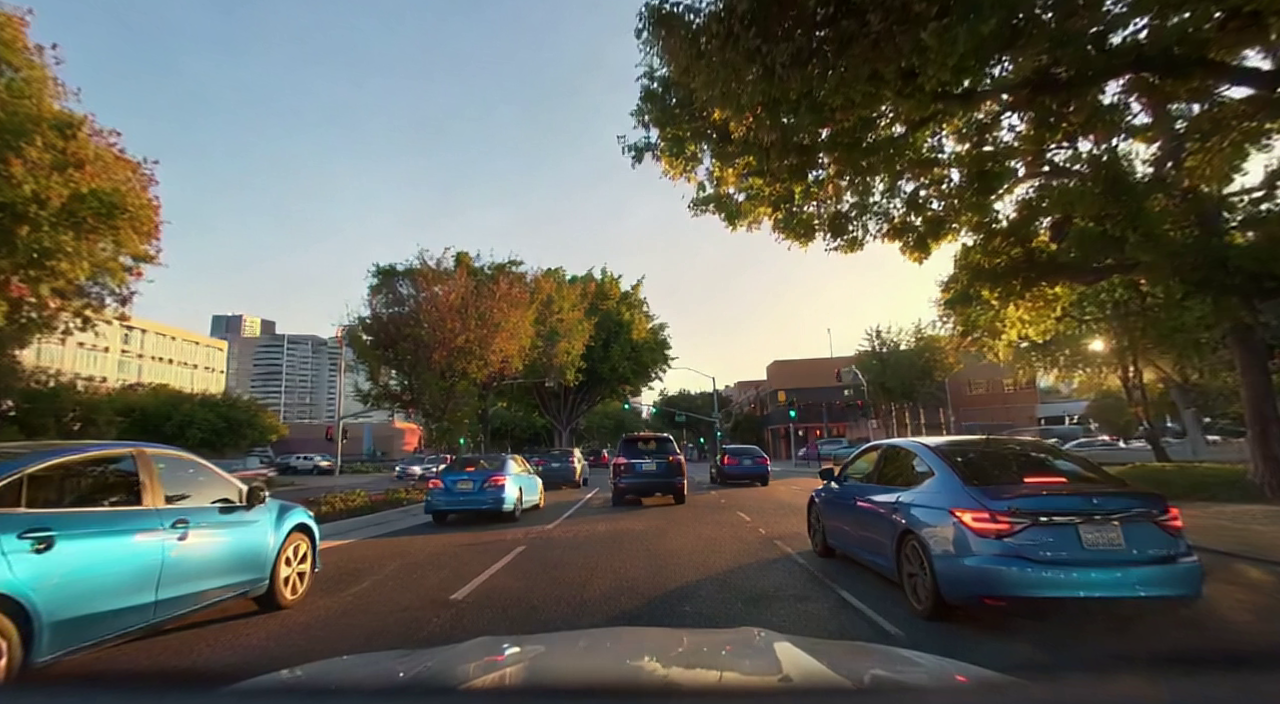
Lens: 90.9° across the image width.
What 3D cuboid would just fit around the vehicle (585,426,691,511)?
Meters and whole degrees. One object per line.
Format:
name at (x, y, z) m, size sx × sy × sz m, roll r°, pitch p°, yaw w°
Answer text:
vehicle at (-0.024, 2.942, 16.419) m, size 2.361 × 1.898 × 4.465 m, roll 0°, pitch -8°, yaw 0°

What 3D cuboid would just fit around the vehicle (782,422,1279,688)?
vehicle at (2.893, 1.480, 5.870) m, size 2.052 × 1.475 × 4.540 m, roll 0°, pitch -8°, yaw 0°

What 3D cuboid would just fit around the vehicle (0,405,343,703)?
vehicle at (-3.966, 1.168, 3.869) m, size 2.173 × 1.536 × 4.285 m, roll 0°, pitch -8°, yaw 0°

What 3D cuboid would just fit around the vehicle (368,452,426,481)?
vehicle at (-15.385, 7.222, 40.160) m, size 1.907 × 1.681 × 4.319 m, roll 0°, pitch -8°, yaw 1°

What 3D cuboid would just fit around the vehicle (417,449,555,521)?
vehicle at (-3.337, 2.954, 14.548) m, size 2.115 × 1.369 × 3.908 m, roll 0°, pitch -8°, yaw 2°

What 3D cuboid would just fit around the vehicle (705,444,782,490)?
vehicle at (3.622, 4.094, 22.858) m, size 2.058 × 1.472 × 4.317 m, roll 0°, pitch -8°, yaw 0°
